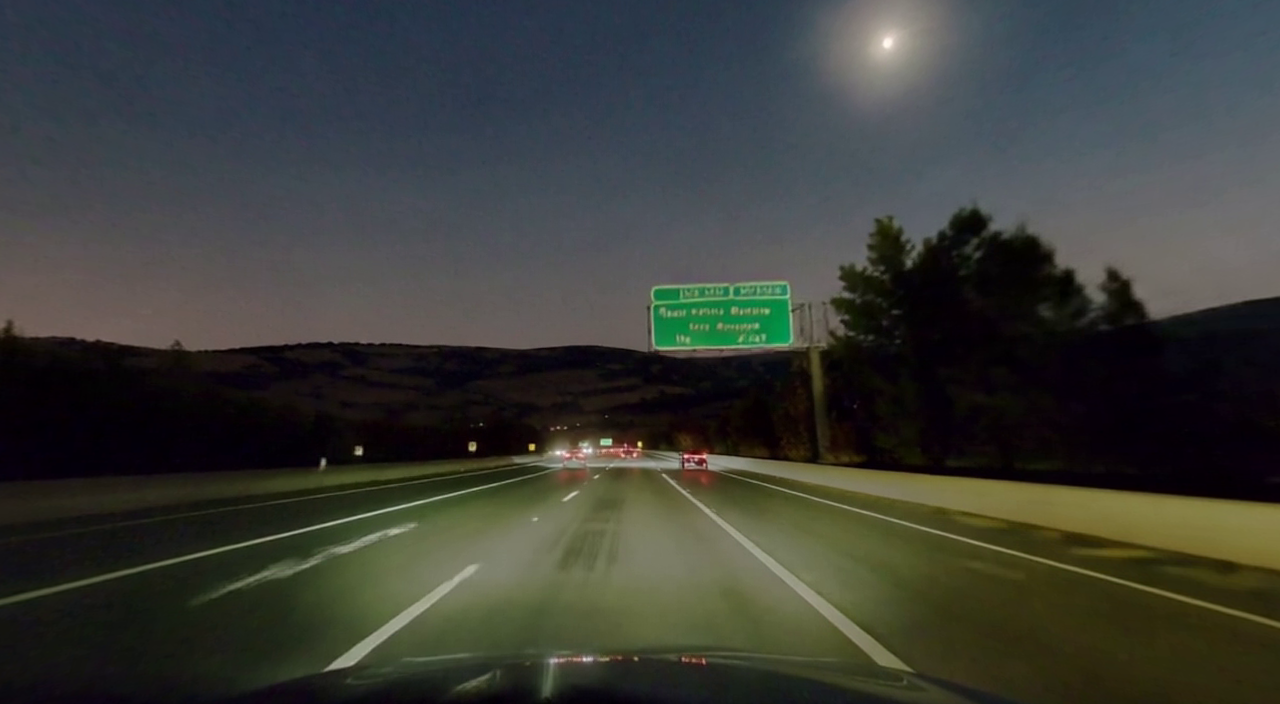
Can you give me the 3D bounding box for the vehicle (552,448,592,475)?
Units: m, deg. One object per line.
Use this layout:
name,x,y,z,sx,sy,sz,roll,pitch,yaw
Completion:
vehicle,-3.981,6.474,37.433,1.955,1.468,3.637,0,-9,0

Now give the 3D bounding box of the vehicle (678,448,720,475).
vehicle,3.440,6.511,37.650,2.019,1.475,4.301,0,-9,-1
